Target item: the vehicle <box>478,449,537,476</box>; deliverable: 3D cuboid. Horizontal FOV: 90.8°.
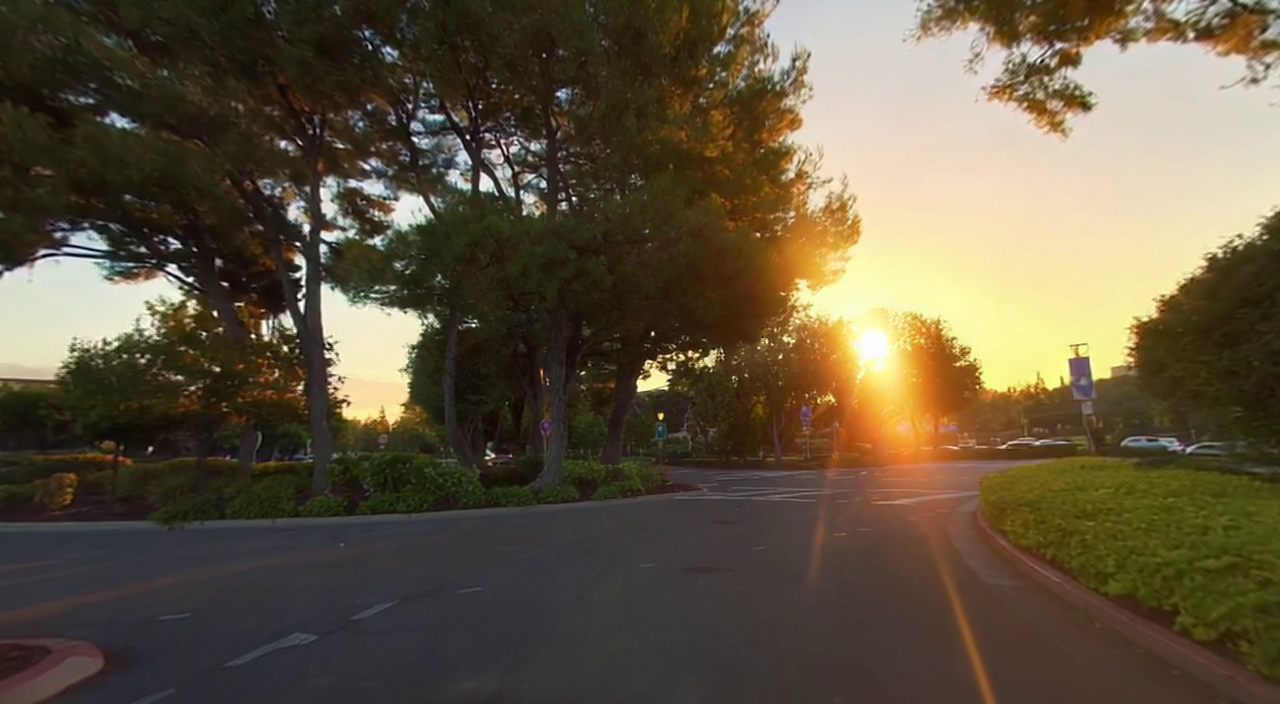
[{"bbox_3d":[-9.104,7.499,43.073,2.019,1.672,4.490,6,-11,-40],"label":"vehicle"}]
